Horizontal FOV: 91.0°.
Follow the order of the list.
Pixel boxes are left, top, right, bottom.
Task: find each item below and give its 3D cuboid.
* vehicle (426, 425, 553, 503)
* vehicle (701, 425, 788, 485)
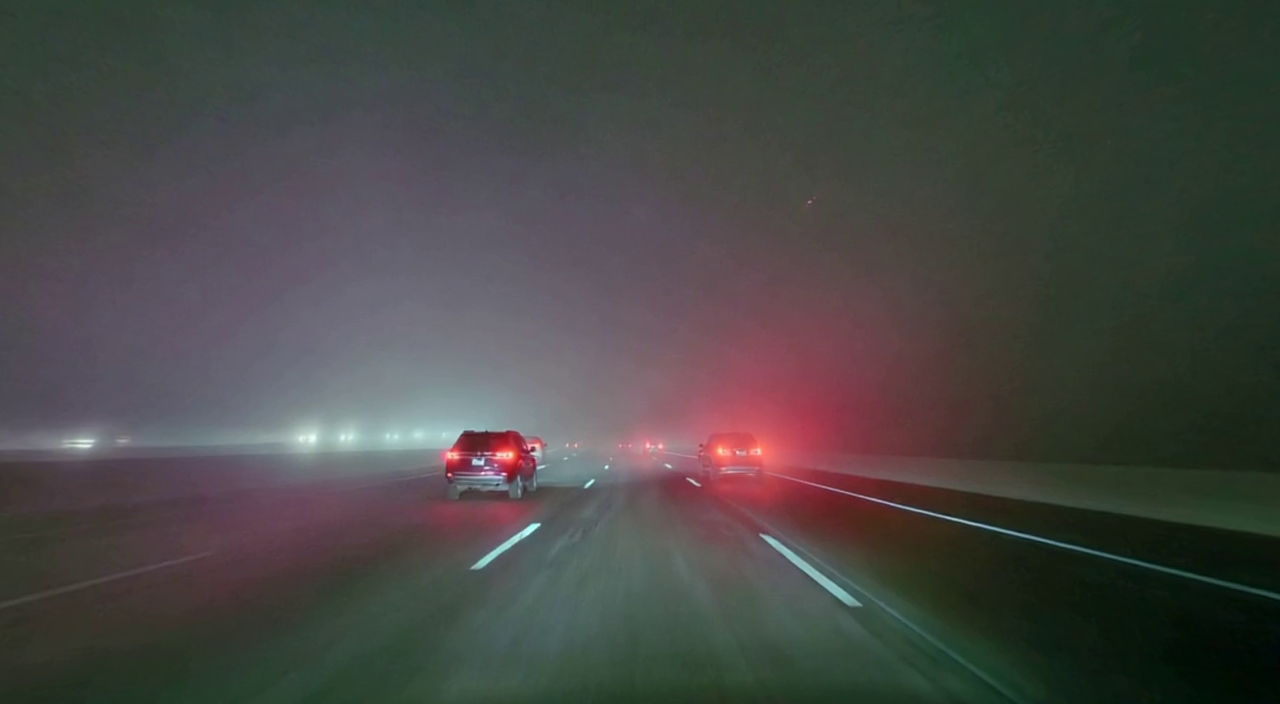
[{"bbox_3d":[-3.735,2.881,16.605,2.214,1.743,4.465,0,-9,0],"label":"vehicle"},{"bbox_3d":[3.497,3.592,22.162,2.153,1.860,4.689,0,-9,-1],"label":"vehicle"}]
